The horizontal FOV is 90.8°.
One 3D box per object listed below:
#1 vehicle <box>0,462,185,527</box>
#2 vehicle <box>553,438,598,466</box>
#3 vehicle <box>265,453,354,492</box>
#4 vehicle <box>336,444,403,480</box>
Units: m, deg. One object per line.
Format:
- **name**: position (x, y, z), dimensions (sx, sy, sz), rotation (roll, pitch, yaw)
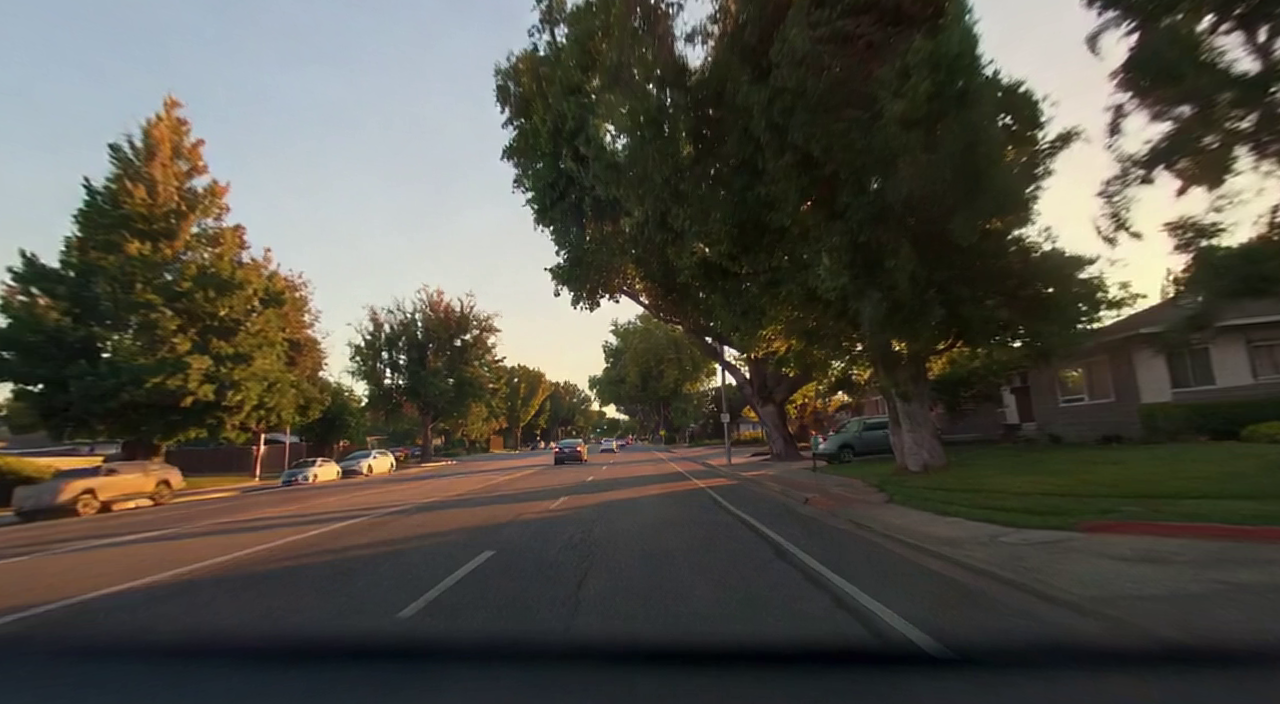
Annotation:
- **vehicle**: position (-15.696, 3.973, 18.123), dimensions (1.927, 1.479, 4.543), rotation (0, -8, -1)
- **vehicle**: position (-3.515, 5.534, 35.110), dimensions (2.030, 1.467, 4.251), rotation (0, -8, 0)
- **vehicle**: position (-15.575, 5.647, 30.042), dimensions (1.901, 1.454, 4.249), rotation (-3, -7, 1)
- **vehicle**: position (-15.785, 6.383, 37.152), dimensions (2.050, 1.784, 4.577), rotation (-3, -7, -1)
